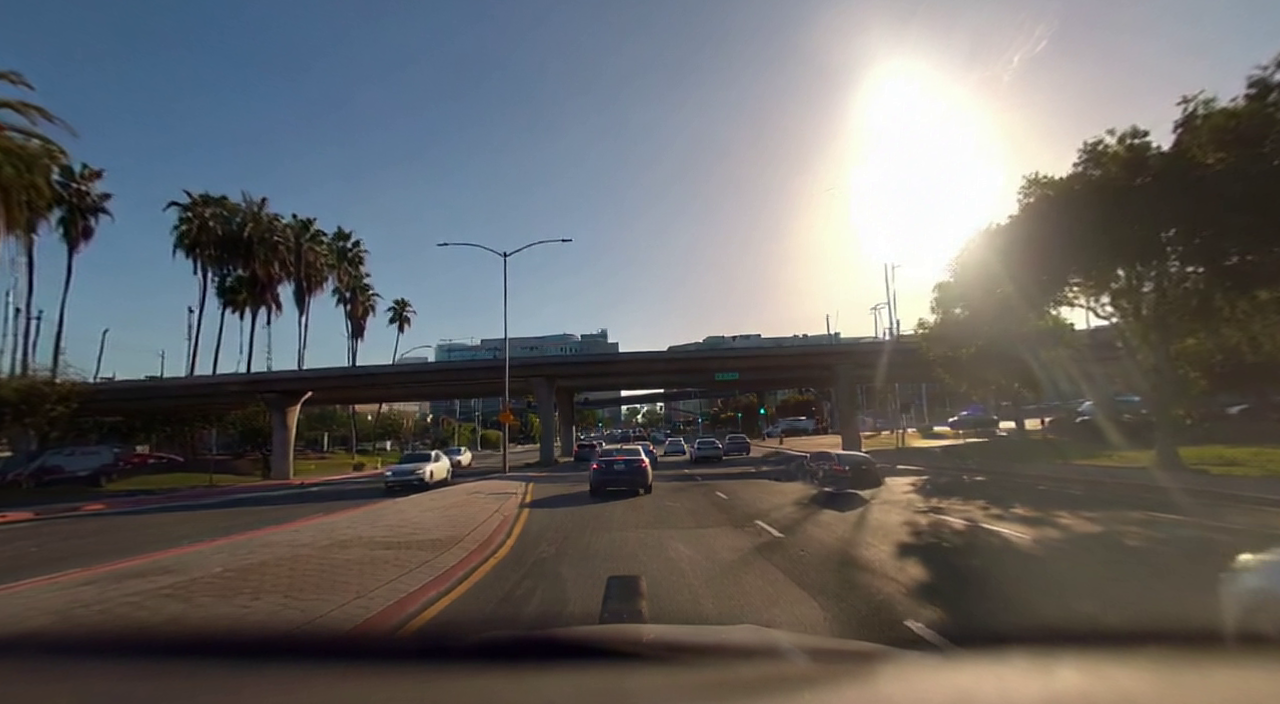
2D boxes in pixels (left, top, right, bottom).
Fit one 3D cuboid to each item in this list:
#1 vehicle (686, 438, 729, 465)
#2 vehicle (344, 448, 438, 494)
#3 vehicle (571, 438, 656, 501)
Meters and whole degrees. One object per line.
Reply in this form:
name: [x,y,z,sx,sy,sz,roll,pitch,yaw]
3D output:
vehicle: [4.098,6.140,38.906,2.119,1.509,4.495,0,-8,-1]
vehicle: [-9.627,4.612,24.724,1.937,1.521,4.523,0,-8,-1]
vehicle: [-0.734,3.188,17.611,2.111,1.506,4.018,0,-8,-2]
